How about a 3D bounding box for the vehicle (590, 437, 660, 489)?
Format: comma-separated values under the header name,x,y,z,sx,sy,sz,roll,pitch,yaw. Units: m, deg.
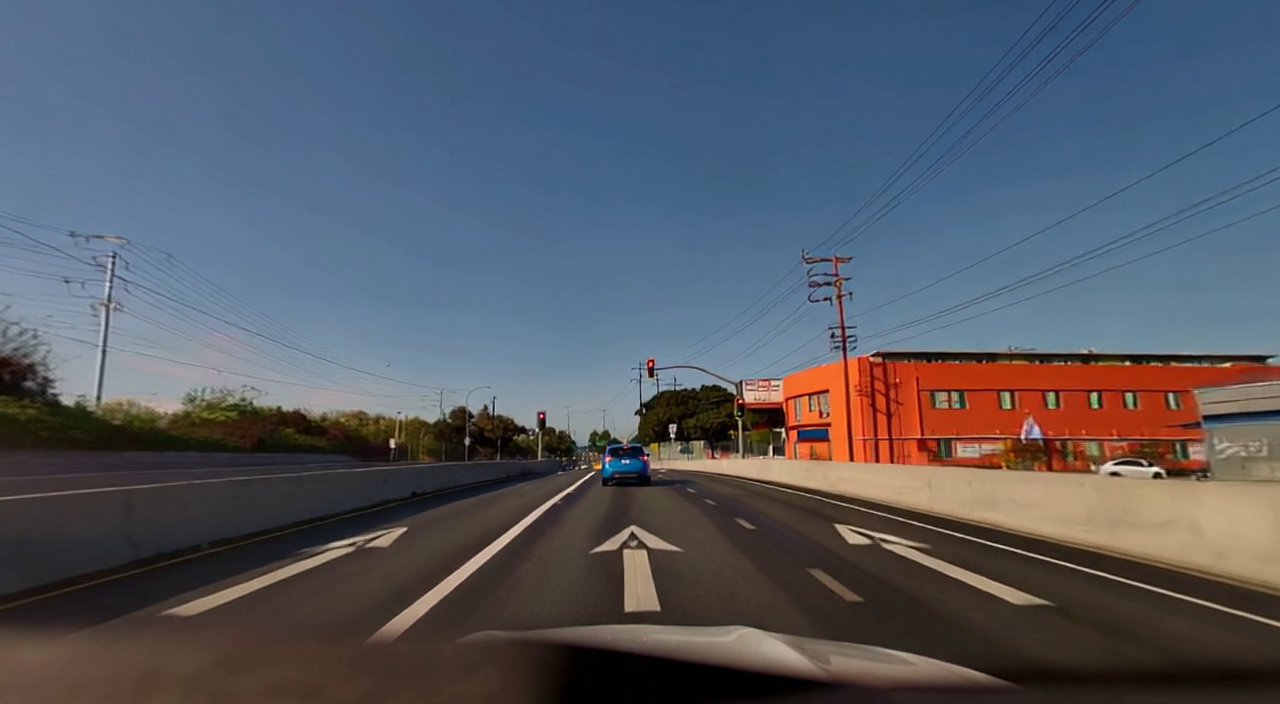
name,x,y,z,sx,sy,sz,roll,pitch,yaw
vehicle,-0.508,3.648,21.115,2.123,1.566,3.662,0,-8,-1
